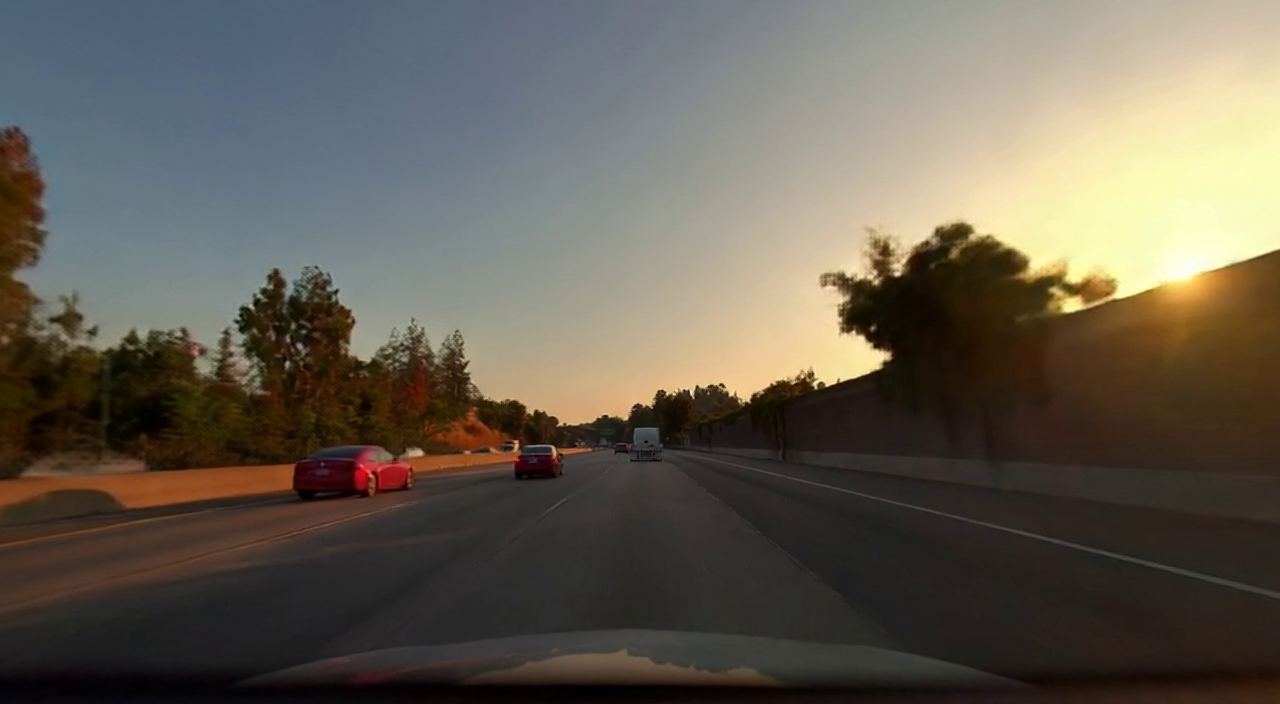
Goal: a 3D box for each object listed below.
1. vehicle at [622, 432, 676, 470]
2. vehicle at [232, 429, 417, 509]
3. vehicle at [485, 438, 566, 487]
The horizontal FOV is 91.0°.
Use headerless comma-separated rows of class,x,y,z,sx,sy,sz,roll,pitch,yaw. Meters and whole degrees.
vehicle,0.452,5.677,36.155,2.856,1.994,4.931,0,-9,-1
vehicle,-7.563,2.844,15.796,2.189,1.673,4.699,0,-9,0
vehicle,-3.872,3.824,22.107,2.000,1.512,4.371,0,-9,0
